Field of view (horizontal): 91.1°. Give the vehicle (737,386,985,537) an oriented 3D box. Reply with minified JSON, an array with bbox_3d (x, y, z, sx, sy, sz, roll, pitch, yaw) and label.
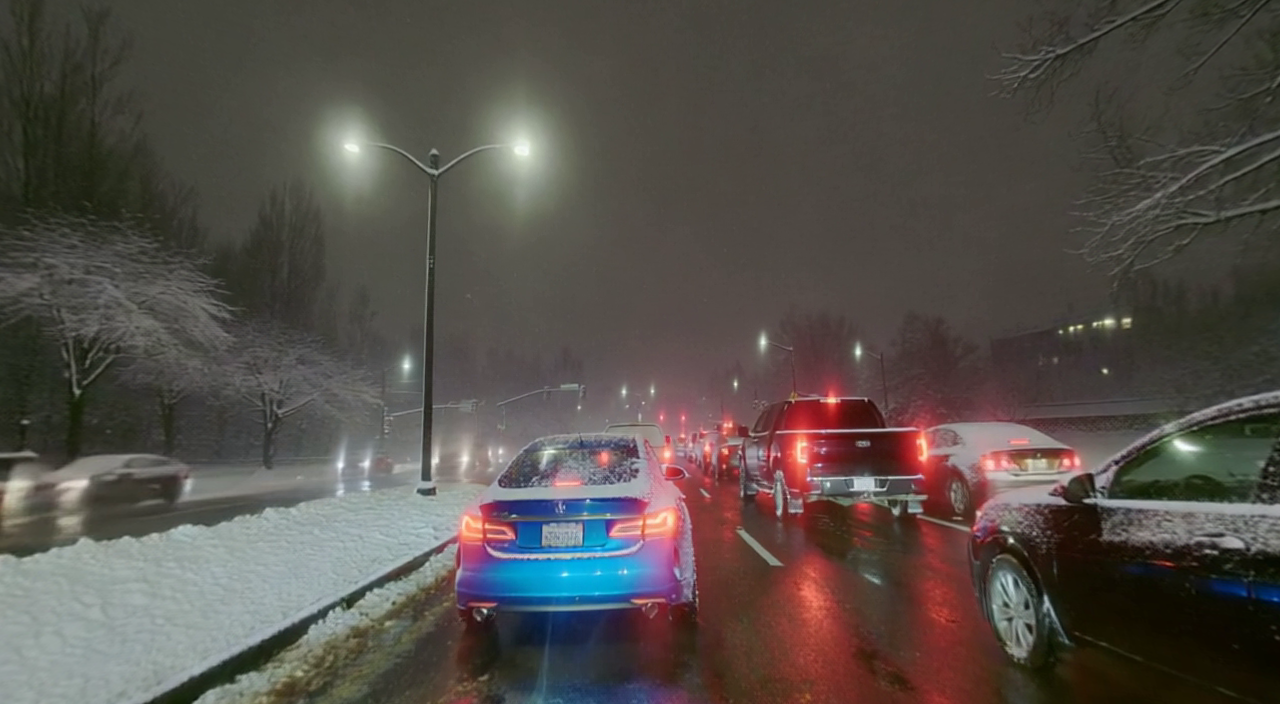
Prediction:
[{"bbox_3d":[3.524,1.952,11.688,2.444,2.098,5.766,0,-9,-1],"label":"vehicle"}]

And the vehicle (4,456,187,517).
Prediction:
[{"bbox_3d":[-15.831,3.892,18.599,1.792,1.527,4.002,0,-9,0],"label":"vehicle"}]

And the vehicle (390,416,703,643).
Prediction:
[{"bbox_3d":[-0.577,1.495,6.314,2.111,1.506,4.018,0,-9,2],"label":"vehicle"}]

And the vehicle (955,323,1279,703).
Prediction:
[{"bbox_3d":[3.165,0.756,2.064,1.982,1.709,4.427,0,-9,1],"label":"vehicle"}]

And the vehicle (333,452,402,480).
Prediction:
[{"bbox_3d":[-16.152,6.750,37.428,1.921,1.499,4.566,0,-9,2],"label":"vehicle"}]
